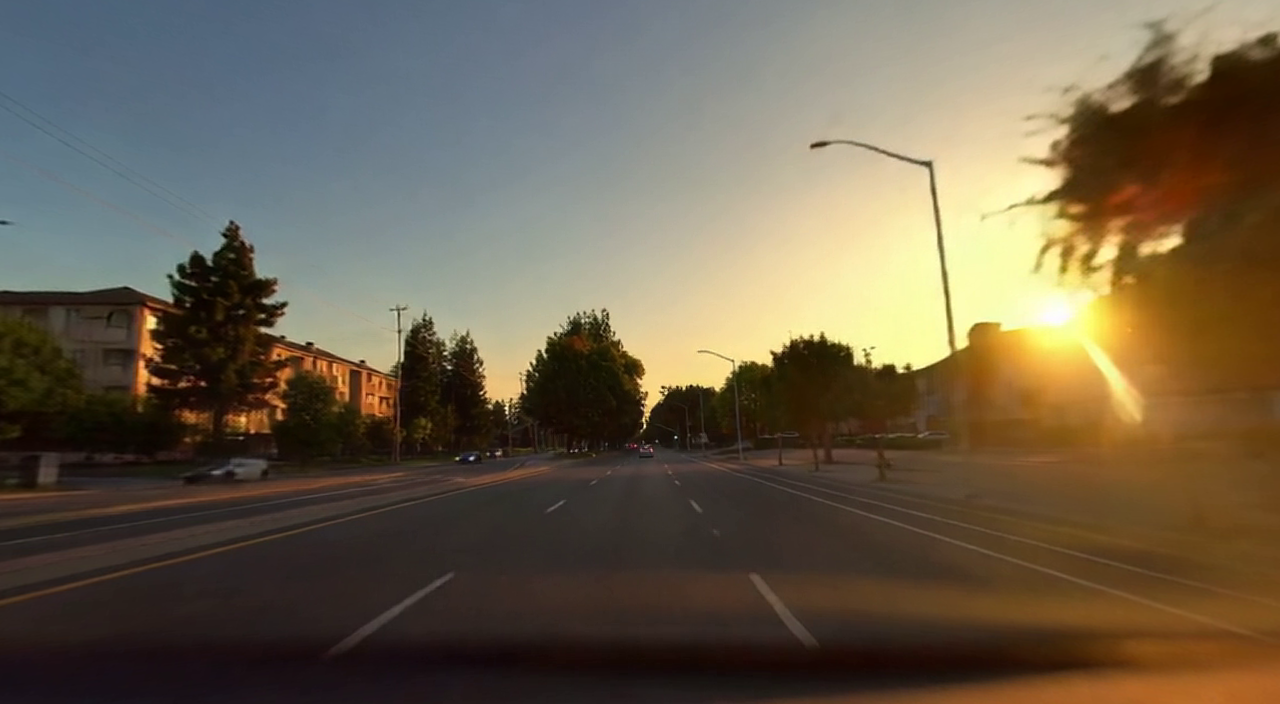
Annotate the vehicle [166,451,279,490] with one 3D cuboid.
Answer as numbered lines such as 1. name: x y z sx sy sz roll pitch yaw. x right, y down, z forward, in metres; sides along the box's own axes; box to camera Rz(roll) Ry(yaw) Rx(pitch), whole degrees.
1. vehicle: -20.173 5.716 30.777 2.025 1.643 4.880 -2 -8 3
